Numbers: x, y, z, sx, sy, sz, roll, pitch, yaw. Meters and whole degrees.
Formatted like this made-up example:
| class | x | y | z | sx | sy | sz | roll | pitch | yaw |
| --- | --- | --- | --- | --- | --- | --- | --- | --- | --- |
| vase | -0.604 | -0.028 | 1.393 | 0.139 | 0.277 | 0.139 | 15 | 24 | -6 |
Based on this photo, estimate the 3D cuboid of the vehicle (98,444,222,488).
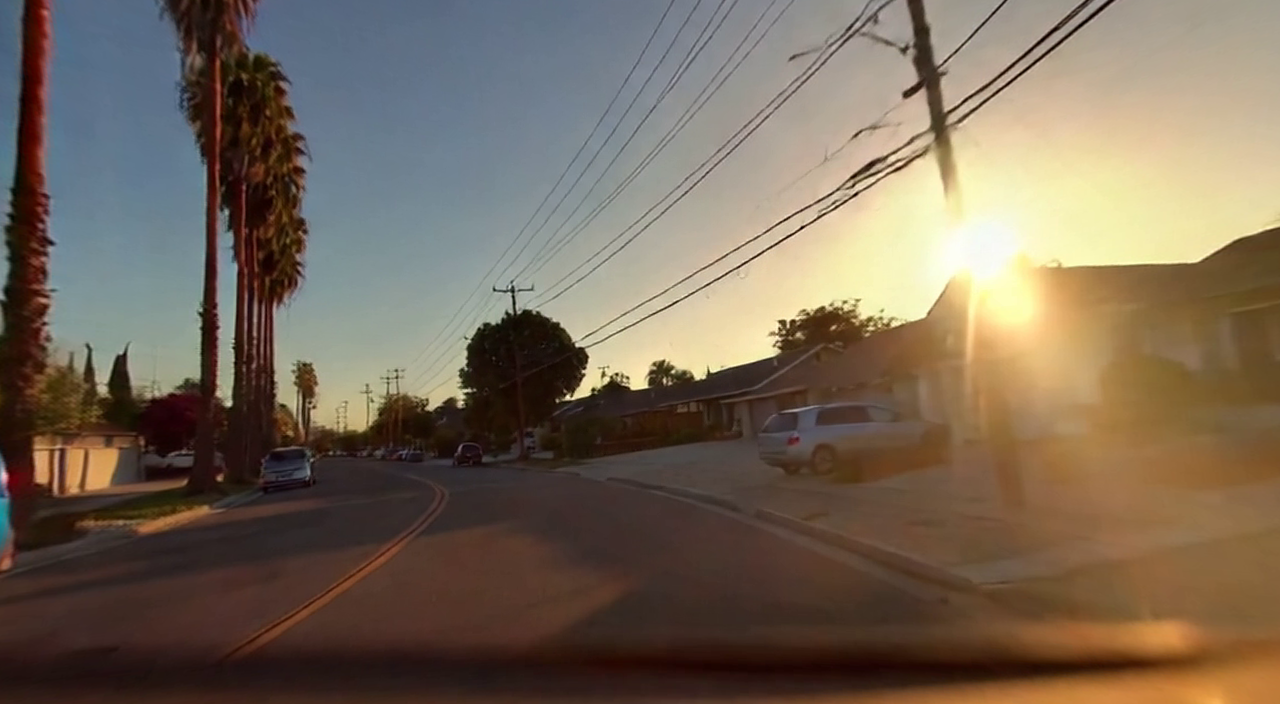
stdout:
| class | x | y | z | sx | sy | sz | roll | pitch | yaw |
| --- | --- | --- | --- | --- | --- | --- | --- | --- | --- |
| vehicle | -22.004 | 5.191 | 29.173 | 4.060 | 1.843 | 1.979 | 3 | -8 | -20 |

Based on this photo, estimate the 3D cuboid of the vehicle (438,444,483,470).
| class | x | y | z | sx | sy | sz | roll | pitch | yaw |
| --- | --- | --- | --- | --- | --- | --- | --- | --- | --- |
| vehicle | -11.525 | 6.681 | 40.334 | 1.870 | 1.490 | 3.802 | 4 | -8 | -29 |

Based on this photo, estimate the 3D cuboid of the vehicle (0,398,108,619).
| class | x | y | z | sx | sy | sz | roll | pitch | yaw |
| --- | --- | --- | --- | --- | --- | --- | --- | --- | --- |
| vehicle | -7.419 | 1.318 | 4.382 | 2.552 | 2.134 | 6.076 | -3 | -9 | -5 |

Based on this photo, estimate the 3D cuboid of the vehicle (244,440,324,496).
| class | x | y | z | sx | sy | sz | roll | pitch | yaw |
| --- | --- | --- | --- | --- | --- | --- | --- | --- | --- |
| vehicle | -13.534 | 4.409 | 24.330 | 2.410 | 1.790 | 4.699 | 1 | -9 | -26 |

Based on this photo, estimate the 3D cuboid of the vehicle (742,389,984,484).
| class | x | y | z | sx | sy | sz | roll | pitch | yaw |
| --- | --- | --- | --- | --- | --- | --- | --- | --- | --- |
| vehicle | 5.406 | 2.068 | 15.597 | 5.102 | 2.040 | 2.472 | 2 | -8 | -18 |
